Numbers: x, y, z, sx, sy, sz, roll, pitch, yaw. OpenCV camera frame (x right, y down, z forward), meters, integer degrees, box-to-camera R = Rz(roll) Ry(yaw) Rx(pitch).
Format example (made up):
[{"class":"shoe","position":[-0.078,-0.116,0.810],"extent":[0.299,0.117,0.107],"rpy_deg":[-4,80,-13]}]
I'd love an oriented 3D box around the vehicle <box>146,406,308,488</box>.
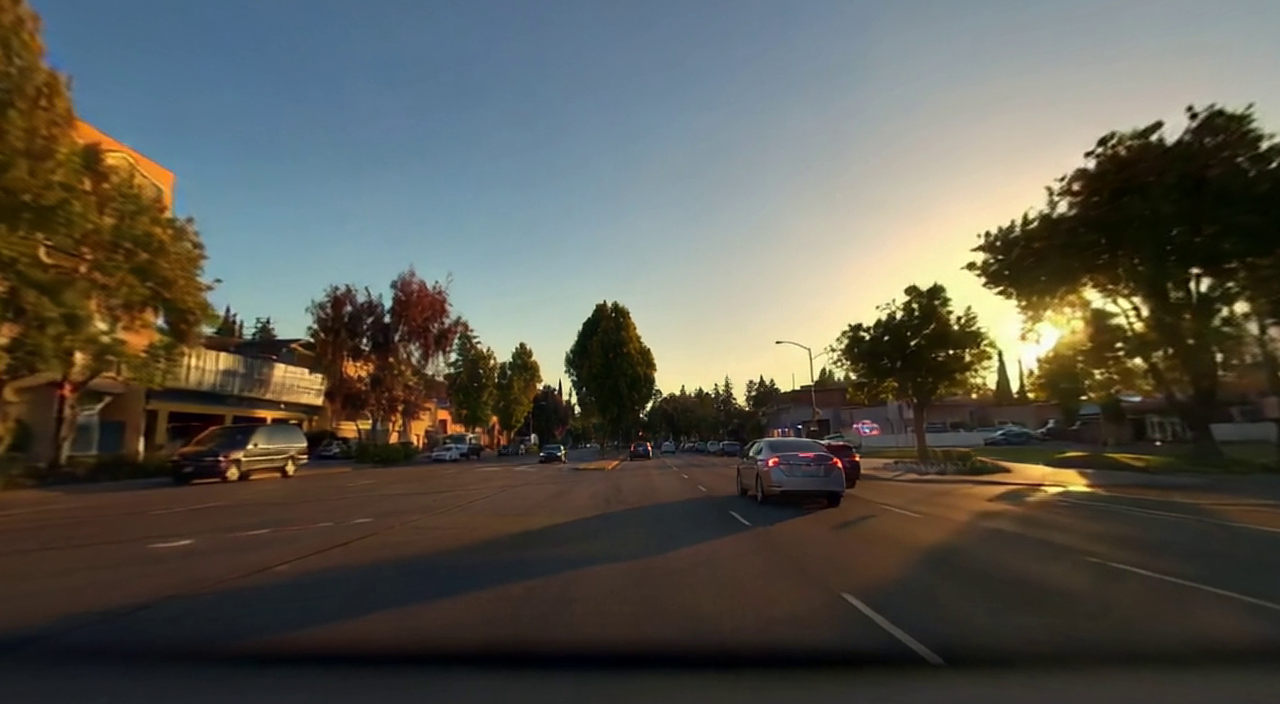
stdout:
[{"class":"vehicle","position":[-18.868,4.411,29.483],"extent":[2.783,3.367,6.723],"rpy_deg":[0,-9,1]}]

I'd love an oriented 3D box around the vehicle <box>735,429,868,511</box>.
[{"class":"vehicle","position":[3.602,2.711,14.896],"extent":[2.072,1.669,3.836],"rpy_deg":[0,-9,-1]}]

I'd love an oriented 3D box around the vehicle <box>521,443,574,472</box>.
[{"class":"vehicle","position":[-4.693,5.427,32.701],"extent":[2.084,1.415,4.580],"rpy_deg":[0,-9,-1]}]
